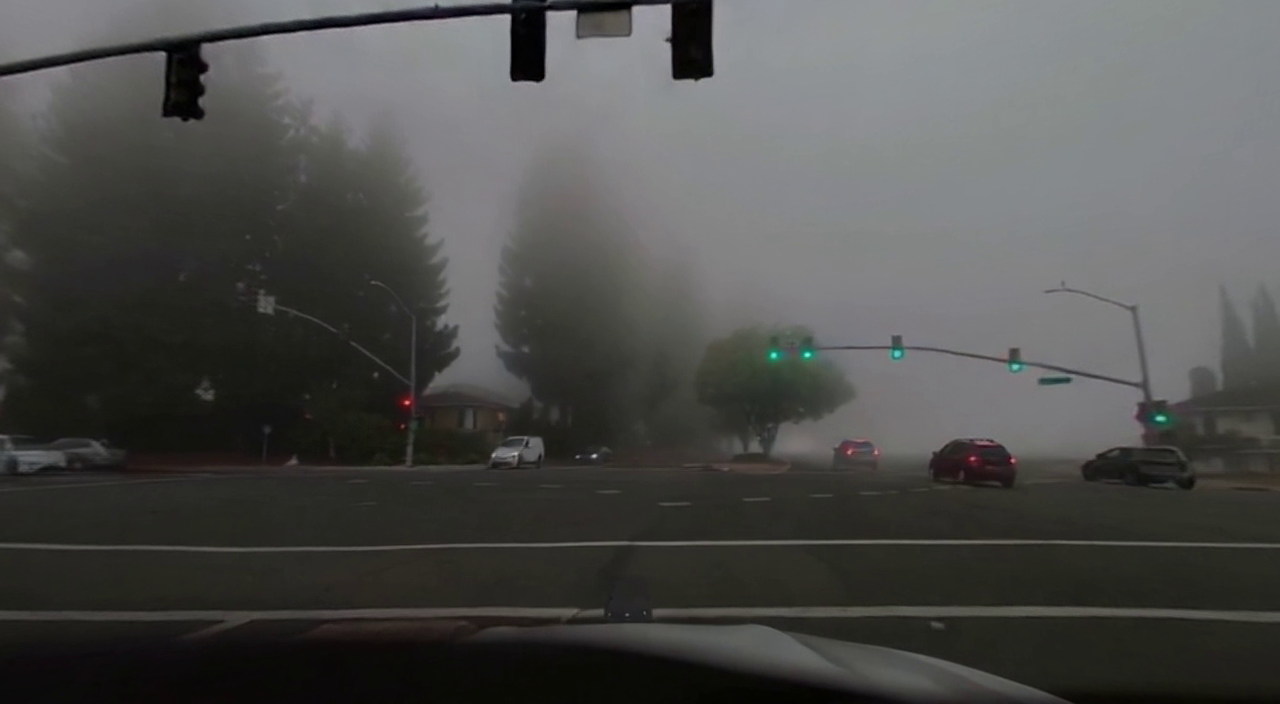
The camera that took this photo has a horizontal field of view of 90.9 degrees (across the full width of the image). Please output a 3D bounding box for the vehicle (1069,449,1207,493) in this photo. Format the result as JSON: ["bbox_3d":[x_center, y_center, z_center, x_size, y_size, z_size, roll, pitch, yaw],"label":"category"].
[{"bbox_3d":[20.632,4.914,26.482,2.053,1.589,5.137,-1,-9,7],"label":"vehicle"}]

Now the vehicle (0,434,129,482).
[{"bbox_3d":[-23.937,4.255,25.439,4.911,1.801,2.129,-1,-9,7],"label":"vehicle"}]

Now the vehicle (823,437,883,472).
[{"bbox_3d":[11.854,5.744,35.444,2.239,1.812,4.812,-1,-9,7],"label":"vehicle"}]

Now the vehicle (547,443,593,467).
[{"bbox_3d":[-4.685,7.015,42.889,2.039,1.519,4.356,-2,-9,8],"label":"vehicle"}]

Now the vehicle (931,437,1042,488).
[{"bbox_3d":[13.397,4.289,24.785,2.120,1.767,4.856,-2,-9,8],"label":"vehicle"}]
